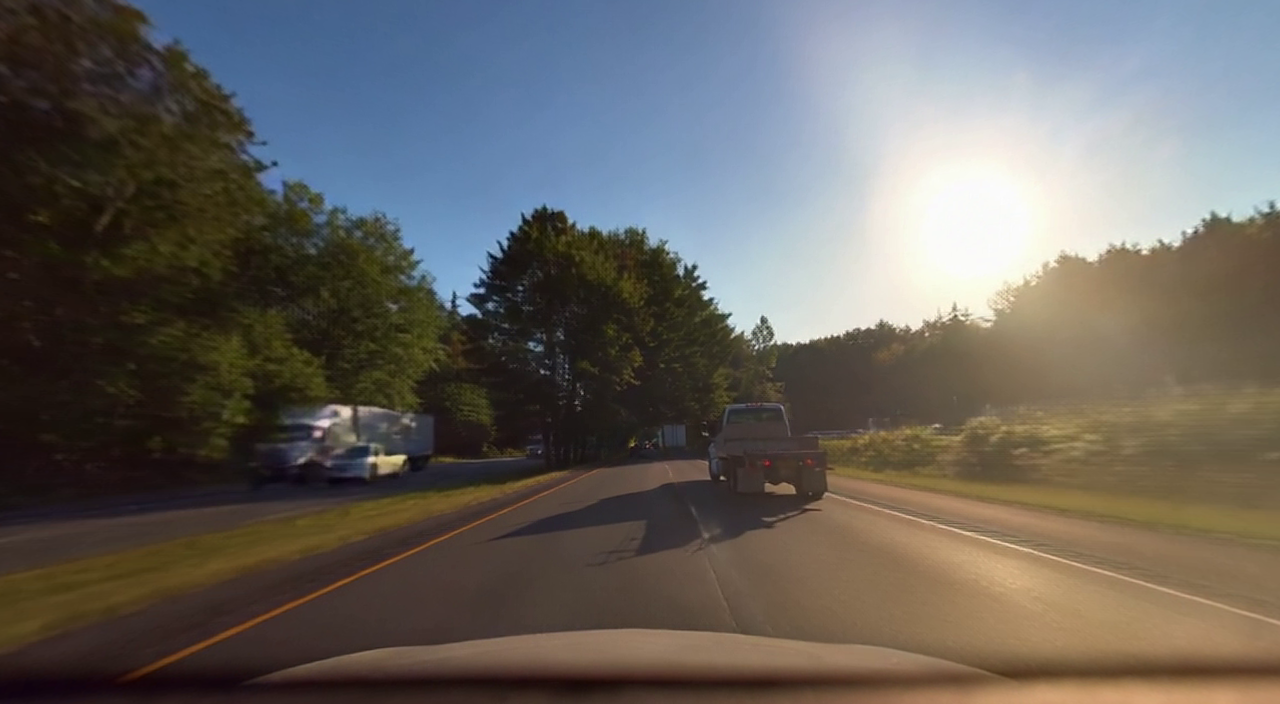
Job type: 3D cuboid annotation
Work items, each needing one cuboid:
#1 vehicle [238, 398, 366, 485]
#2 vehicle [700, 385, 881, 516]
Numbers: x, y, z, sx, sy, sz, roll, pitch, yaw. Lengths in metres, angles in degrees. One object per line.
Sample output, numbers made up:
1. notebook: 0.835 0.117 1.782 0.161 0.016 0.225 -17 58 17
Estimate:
1. vehicle: -16.749 4.517 31.771 2.976 3.946 5.951 0 -8 1
2. vehicle: 3.120 2.300 15.016 2.677 2.439 6.402 0 -8 0
